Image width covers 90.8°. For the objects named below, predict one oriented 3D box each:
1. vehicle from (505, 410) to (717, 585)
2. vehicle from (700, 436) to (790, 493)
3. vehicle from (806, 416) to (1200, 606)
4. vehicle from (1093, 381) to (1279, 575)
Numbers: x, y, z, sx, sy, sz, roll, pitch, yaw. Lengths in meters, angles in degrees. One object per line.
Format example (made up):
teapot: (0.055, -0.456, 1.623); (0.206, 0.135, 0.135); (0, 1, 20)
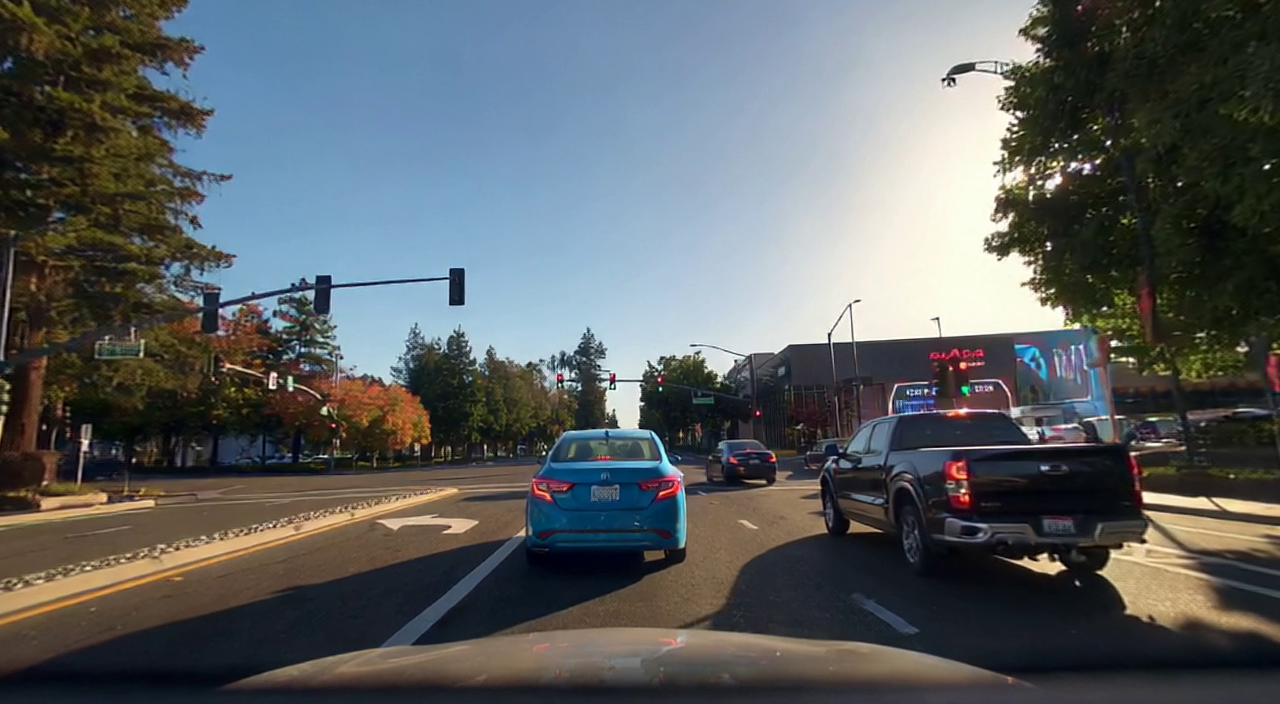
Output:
vehicle: (-0.281, 1.676, 8.000); (2.037, 1.674, 3.693); (0, -8, 0)
vehicle: (3.231, 3.556, 20.359); (2.031, 1.626, 4.264); (0, -8, -2)
vehicle: (3.612, 1.651, 7.576); (1.955, 1.550, 4.587); (0, -8, -1)
vehicle: (7.551, 1.202, 5.951); (2.240, 1.923, 5.678); (0, -8, -1)
